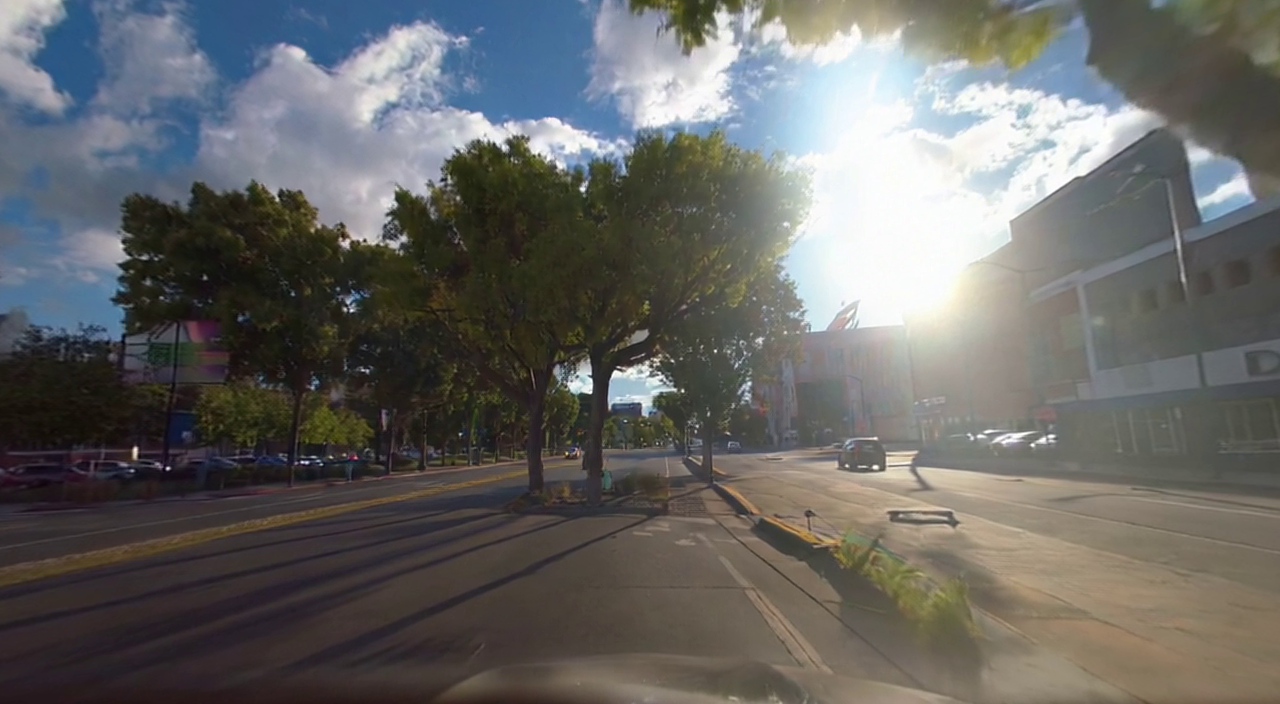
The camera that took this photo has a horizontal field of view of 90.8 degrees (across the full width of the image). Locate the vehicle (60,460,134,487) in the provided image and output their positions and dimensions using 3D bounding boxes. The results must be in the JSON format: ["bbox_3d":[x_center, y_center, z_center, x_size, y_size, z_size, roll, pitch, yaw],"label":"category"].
[{"bbox_3d":[-34.524,7.674,40.132,4.416,1.541,2.102,-5,-10,30],"label":"vehicle"}]

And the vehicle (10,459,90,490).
[{"bbox_3d":[-33.973,6.989,36.329,5.124,1.541,2.121,-6,-10,33],"label":"vehicle"}]

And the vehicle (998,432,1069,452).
[{"bbox_3d":[28.204,6.485,45.366,3.839,1.386,1.816,-1,-9,6],"label":"vehicle"}]

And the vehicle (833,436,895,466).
[{"bbox_3d":[13.088,5.805,37.241,2.100,1.638,4.545,0,-9,2],"label":"vehicle"}]

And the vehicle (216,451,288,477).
[{"bbox_3d":[-28.214,8.058,45.848,5.483,1.719,2.112,-5,-10,32],"label":"vehicle"}]
